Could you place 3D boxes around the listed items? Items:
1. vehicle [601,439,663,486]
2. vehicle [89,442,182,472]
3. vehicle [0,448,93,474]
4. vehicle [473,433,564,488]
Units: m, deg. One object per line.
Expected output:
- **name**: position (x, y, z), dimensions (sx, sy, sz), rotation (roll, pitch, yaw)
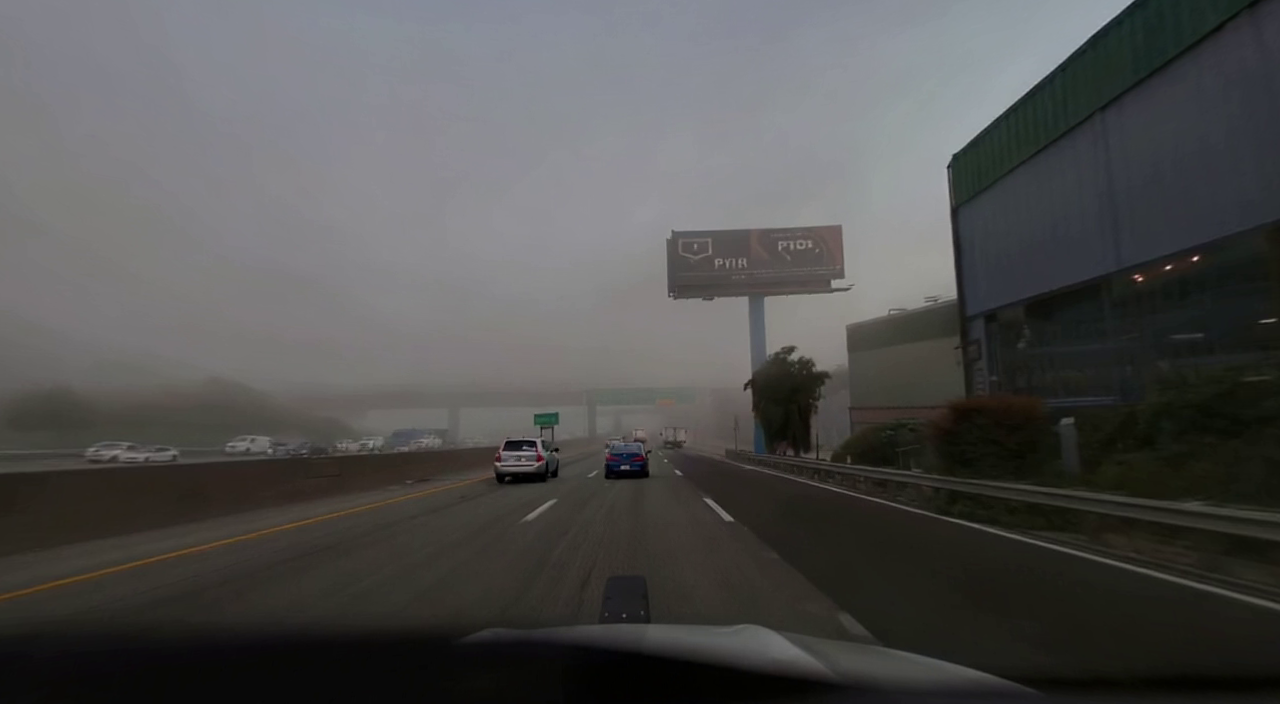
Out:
- **vehicle**: position (-0.257, 3.578, 20.827), dimensions (1.877, 1.386, 3.872), rotation (0, -8, -1)
- **vehicle**: position (-28.516, 5.929, 35.817), dimensions (1.877, 1.582, 4.025), rotation (0, -8, 0)
- **vehicle**: position (-35.755, 6.483, 37.716), dimensions (1.971, 1.433, 4.577), rotation (0, -8, 0)
- **vehicle**: position (-3.794, 3.473, 20.502), dimensions (2.064, 1.589, 4.213), rotation (0, -8, 1)
